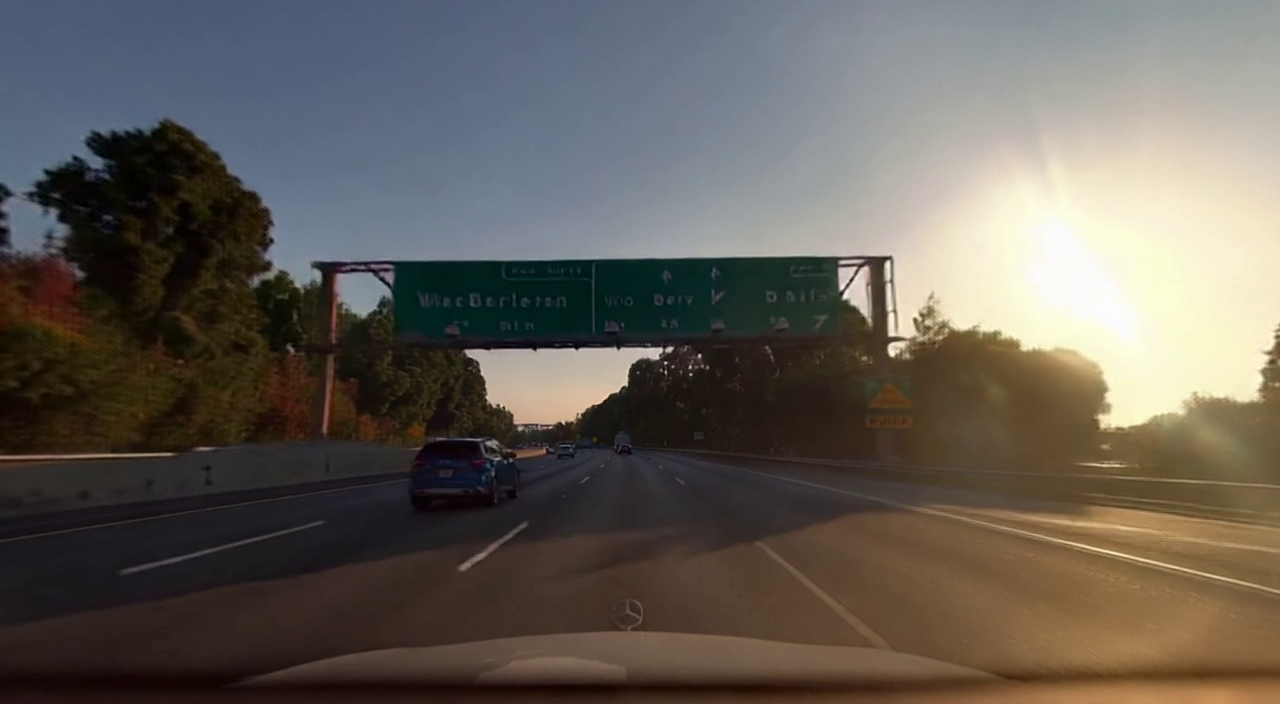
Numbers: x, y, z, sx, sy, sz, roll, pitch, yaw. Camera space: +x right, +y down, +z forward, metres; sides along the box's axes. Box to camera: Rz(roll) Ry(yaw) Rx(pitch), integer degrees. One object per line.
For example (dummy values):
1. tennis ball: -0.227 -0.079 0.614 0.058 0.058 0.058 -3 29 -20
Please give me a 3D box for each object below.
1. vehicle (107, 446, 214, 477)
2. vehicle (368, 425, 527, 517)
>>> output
1. vehicle: -25.538 5.842 33.859 2.031 1.489 4.795 0 -8 -1
2. vehicle: -4.068 2.585 14.284 2.162 1.724 4.537 0 -8 0
